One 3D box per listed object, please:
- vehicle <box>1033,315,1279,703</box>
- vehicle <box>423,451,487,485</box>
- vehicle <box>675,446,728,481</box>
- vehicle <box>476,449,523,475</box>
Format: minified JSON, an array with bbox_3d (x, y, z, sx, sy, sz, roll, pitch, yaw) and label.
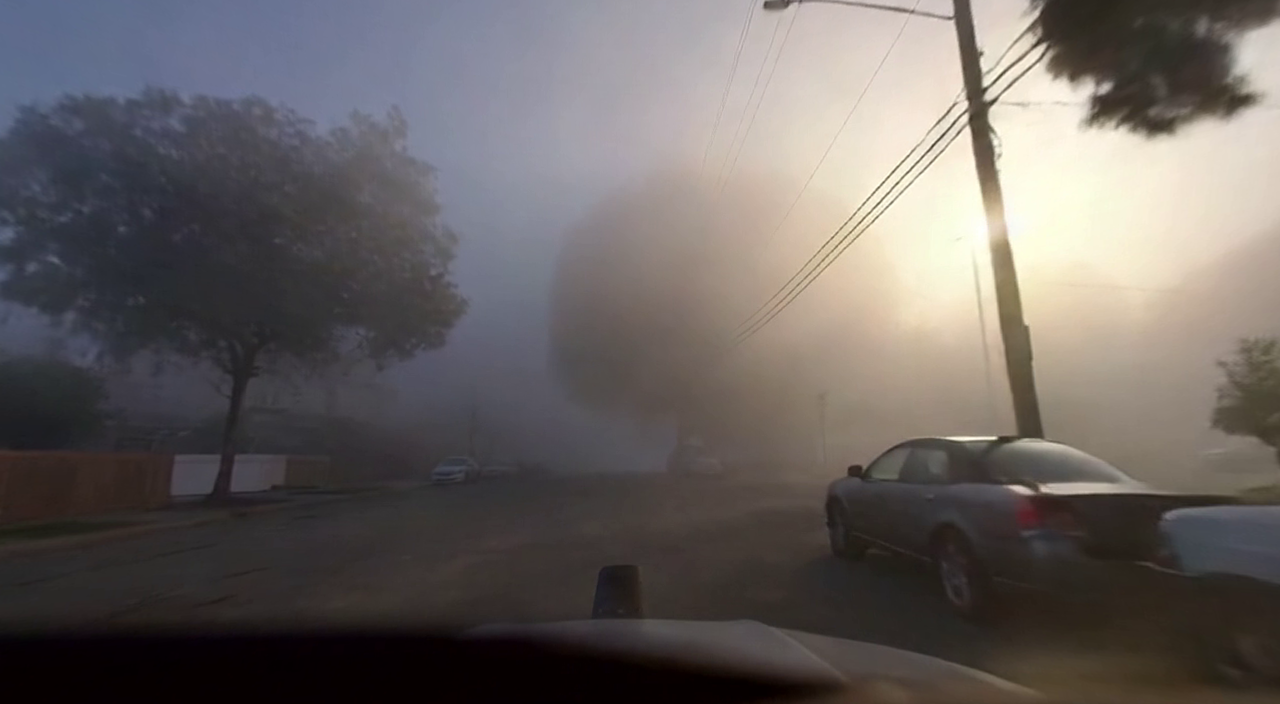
[{"bbox_3d":[3.145,0.602,1.089,1.928,1.751,4.537,0,-9,-1],"label":"vehicle"},{"bbox_3d":[-8.841,5.548,30.562,1.937,1.427,4.510,0,-9,-3],"label":"vehicle"},{"bbox_3d":[2.899,5.343,30.533,1.927,1.529,4.144,0,-9,-3],"label":"vehicle"},{"bbox_3d":[-9.189,7.223,41.783,2.027,1.584,4.476,0,-9,1],"label":"vehicle"}]
